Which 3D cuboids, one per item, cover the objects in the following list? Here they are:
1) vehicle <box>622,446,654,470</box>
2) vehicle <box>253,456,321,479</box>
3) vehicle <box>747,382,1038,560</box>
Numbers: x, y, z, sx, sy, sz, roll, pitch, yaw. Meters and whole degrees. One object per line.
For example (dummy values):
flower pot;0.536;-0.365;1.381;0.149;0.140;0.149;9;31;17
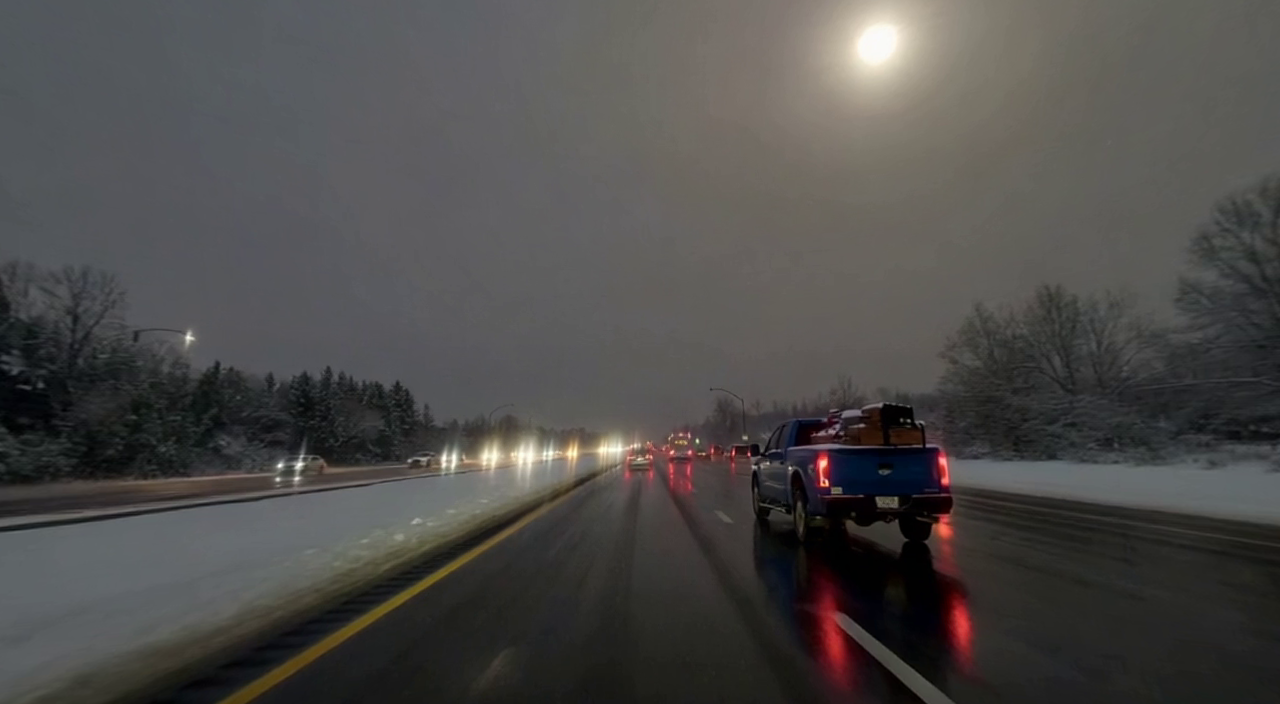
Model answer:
vehicle;-0.140;7.066;42.222;2.030;1.473;3.926;0;-9;0
vehicle;-25.394;8.316;45.499;2.153;1.473;4.569;0;-9;1
vehicle;3.430;1.810;10.226;2.354;2.079;5.586;0;-9;0
